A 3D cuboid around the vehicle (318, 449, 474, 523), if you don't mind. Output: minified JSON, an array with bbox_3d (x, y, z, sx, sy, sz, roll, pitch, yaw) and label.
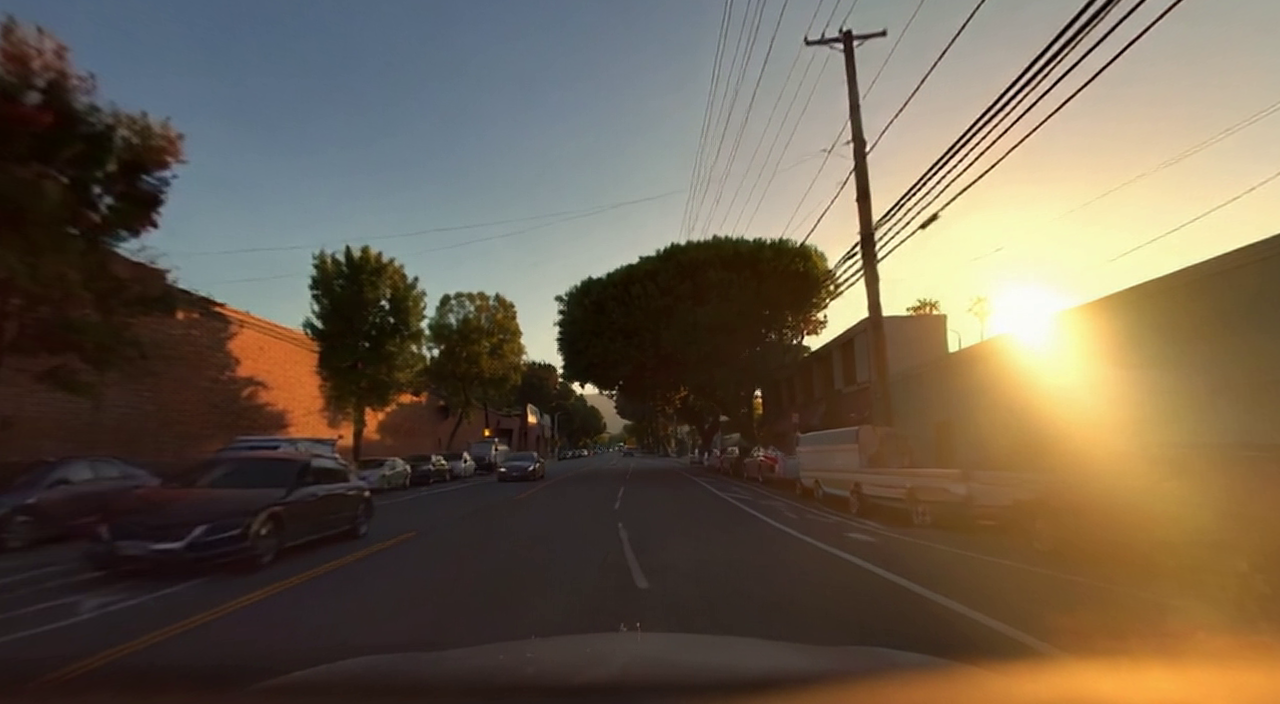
[{"bbox_3d":[-5.558,3.083,15.119,1.845,1.469,4.413,-1,-9,2],"label":"vehicle"}]

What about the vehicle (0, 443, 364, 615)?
[{"bbox_3d":[-5.334,1.924,7.896,1.807,1.494,4.464,0,-9,-1],"label":"vehicle"}]

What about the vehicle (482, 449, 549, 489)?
[{"bbox_3d":[-5.086,4.820,26.387,1.925,1.479,4.444,0,-9,0],"label":"vehicle"}]

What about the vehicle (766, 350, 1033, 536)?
[{"bbox_3d":[5.250,2.135,14.801,2.815,3.203,7.558,0,-9,-1],"label":"vehicle"}]

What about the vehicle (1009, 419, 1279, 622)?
[{"bbox_3d":[6.091,1.521,6.122,1.963,1.646,4.204,1,-9,-10],"label":"vehicle"}]
